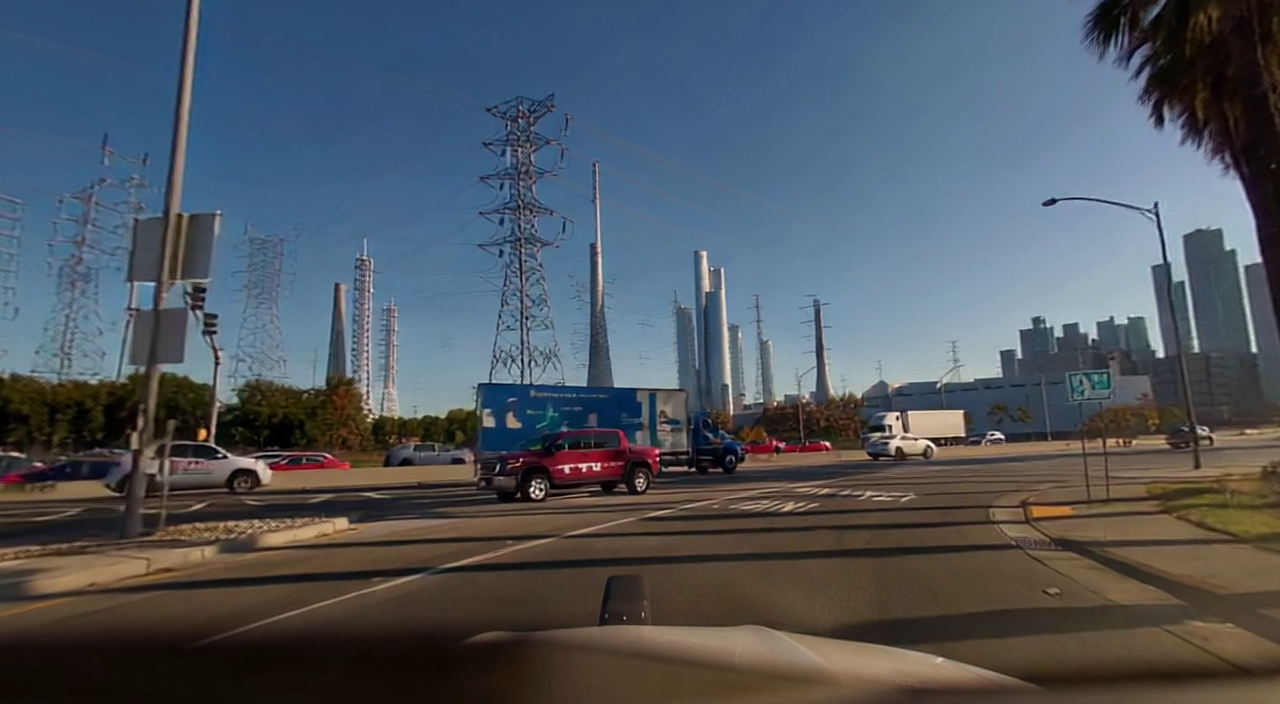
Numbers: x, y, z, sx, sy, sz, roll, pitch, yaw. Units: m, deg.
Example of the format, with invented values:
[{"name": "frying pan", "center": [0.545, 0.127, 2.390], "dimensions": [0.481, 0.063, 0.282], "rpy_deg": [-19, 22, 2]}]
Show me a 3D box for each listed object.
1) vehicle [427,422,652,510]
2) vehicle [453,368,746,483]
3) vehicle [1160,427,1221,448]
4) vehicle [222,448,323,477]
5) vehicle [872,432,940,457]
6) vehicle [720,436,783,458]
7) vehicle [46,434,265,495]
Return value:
[{"name": "vehicle", "center": [-2.378, 2.771, 15.818], "dimensions": [5.132, 1.848, 2.101], "rpy_deg": [6, -10, -36]}, {"name": "vehicle", "center": [-1.291, 3.057, 25.565], "dimensions": [11.567, 3.933, 2.903], "rpy_deg": [4, -10, -29]}, {"name": "vehicle", "center": [43.141, 6.725, 49.420], "dimensions": [4.543, 1.586, 1.983], "rpy_deg": [4, -10, -28]}, {"name": "vehicle", "center": [-18.931, 5.685, 32.632], "dimensions": [4.325, 1.388, 1.748], "rpy_deg": [4, -10, -29]}, {"name": "vehicle", "center": [18.063, 6.257, 42.817], "dimensions": [4.234, 1.589, 1.923], "rpy_deg": [4, -10, -28]}, {"name": "vehicle", "center": [8.502, 7.214, 47.884], "dimensions": [4.532, 1.567, 1.847], "rpy_deg": [4, -10, -29]}, {"name": "vehicle", "center": [-17.086, 3.985, 22.807], "dimensions": [5.866, 1.950, 2.266], "rpy_deg": [4, -10, -28]}]
